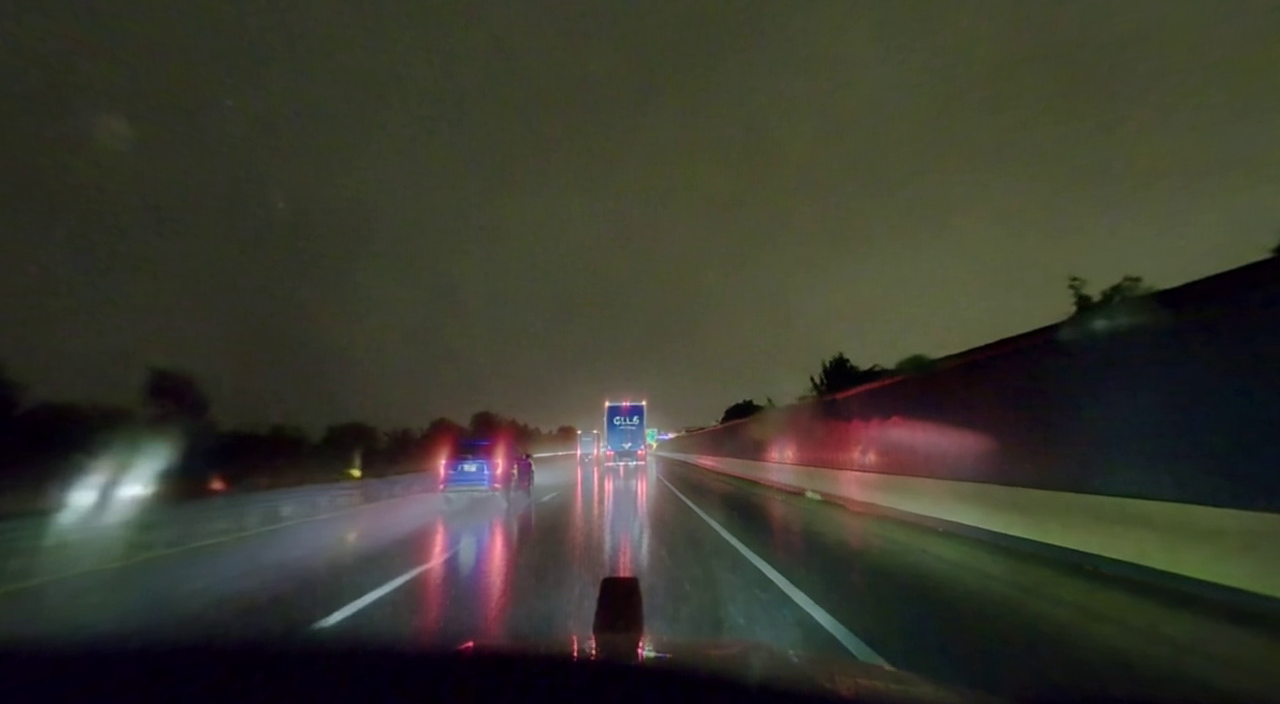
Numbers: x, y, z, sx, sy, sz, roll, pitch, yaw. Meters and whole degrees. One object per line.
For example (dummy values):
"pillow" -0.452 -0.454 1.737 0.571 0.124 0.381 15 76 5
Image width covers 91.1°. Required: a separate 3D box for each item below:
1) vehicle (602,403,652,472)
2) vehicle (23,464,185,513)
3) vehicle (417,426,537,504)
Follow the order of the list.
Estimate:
"vehicle" -0.884 5.753 41.628 2.923 4.007 9.760 0 -9 -1
"vehicle" -18.551 4.719 22.107 1.839 1.427 4.416 0 -9 -1
"vehicle" -4.582 3.281 18.627 2.226 1.935 5.130 0 -9 -1
